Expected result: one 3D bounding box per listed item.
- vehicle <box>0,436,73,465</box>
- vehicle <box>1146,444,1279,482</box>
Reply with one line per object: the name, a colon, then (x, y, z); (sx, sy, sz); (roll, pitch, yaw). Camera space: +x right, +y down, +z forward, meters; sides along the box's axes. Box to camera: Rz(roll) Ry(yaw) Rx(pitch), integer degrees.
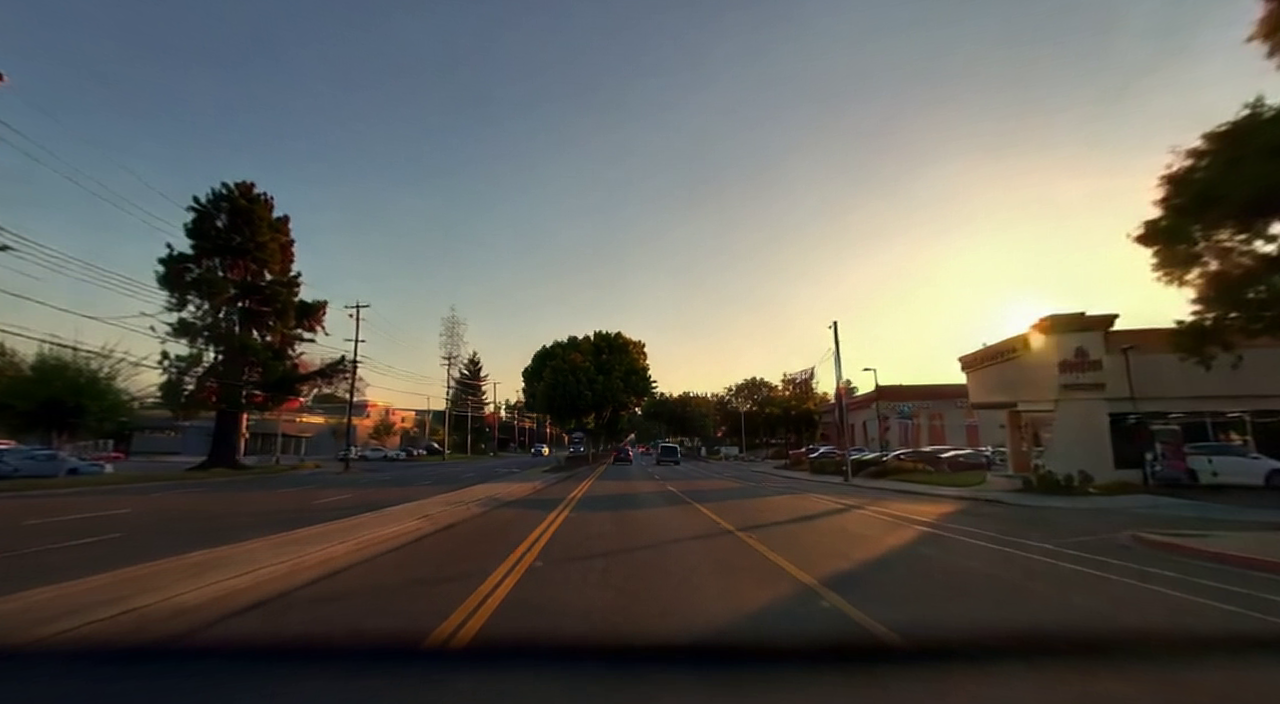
vehicle: (-46.518, 7.400, 47.734); (2.278, 2.065, 5.344); (1, -8, 0)
vehicle: (24.492, 4.603, 26.521); (2.066, 1.467, 4.486); (5, -10, -31)
